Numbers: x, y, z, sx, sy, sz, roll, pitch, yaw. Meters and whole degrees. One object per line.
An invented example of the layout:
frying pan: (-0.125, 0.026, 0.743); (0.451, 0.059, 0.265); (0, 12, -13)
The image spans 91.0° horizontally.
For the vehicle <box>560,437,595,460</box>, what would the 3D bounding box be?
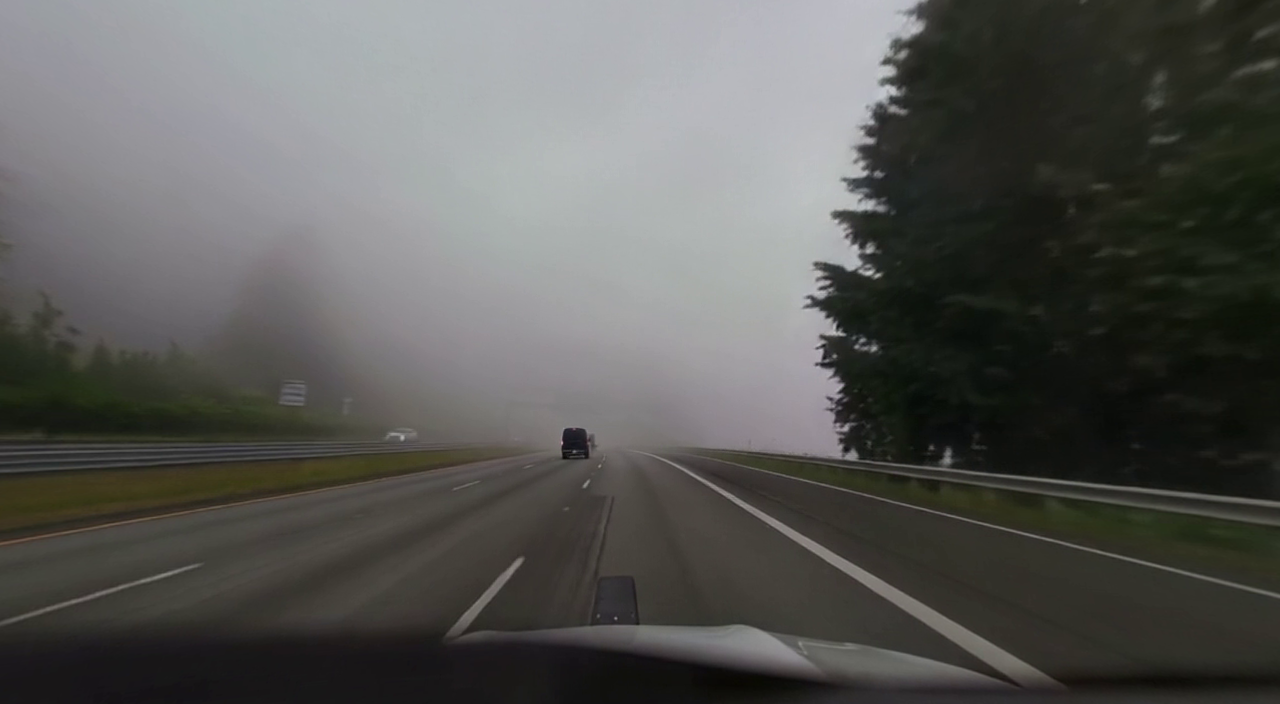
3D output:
vehicle: (-4.585, 7.128, 46.626); (2.217, 1.604, 4.614); (0, -8, -1)
